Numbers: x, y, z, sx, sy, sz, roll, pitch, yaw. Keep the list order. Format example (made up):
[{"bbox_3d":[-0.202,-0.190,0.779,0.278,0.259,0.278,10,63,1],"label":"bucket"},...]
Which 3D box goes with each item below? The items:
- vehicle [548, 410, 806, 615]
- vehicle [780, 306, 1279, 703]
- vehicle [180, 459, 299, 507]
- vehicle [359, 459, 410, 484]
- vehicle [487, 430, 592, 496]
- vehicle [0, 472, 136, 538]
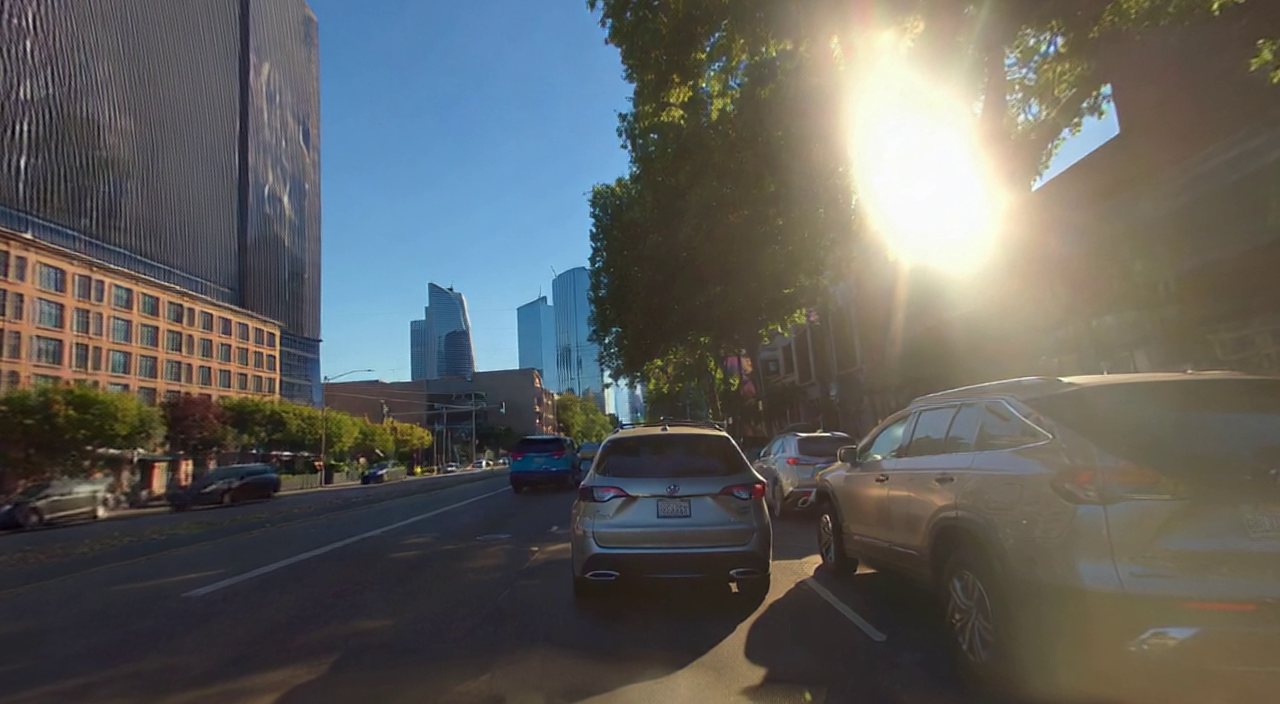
[{"bbox_3d":[0.238,1.546,6.873,2.045,1.608,3.573,0,-9,-2],"label":"vehicle"},{"bbox_3d":[2.748,1.088,4.914,2.117,1.855,4.794,0,-9,-1],"label":"vehicle"},{"bbox_3d":[-16.192,5.290,25.832,2.105,1.676,4.099,0,-9,1],"label":"vehicle"},{"bbox_3d":[-19.308,9.007,47.879,2.068,1.729,4.135,0,-9,0],"label":"vehicle"},{"bbox_3d":[-3.042,3.533,20.510,2.375,1.847,5.606,0,-9,1],"label":"vehicle"},{"bbox_3d":[-19.507,4.833,20.409,2.274,1.708,4.863,0,-9,1],"label":"vehicle"}]
